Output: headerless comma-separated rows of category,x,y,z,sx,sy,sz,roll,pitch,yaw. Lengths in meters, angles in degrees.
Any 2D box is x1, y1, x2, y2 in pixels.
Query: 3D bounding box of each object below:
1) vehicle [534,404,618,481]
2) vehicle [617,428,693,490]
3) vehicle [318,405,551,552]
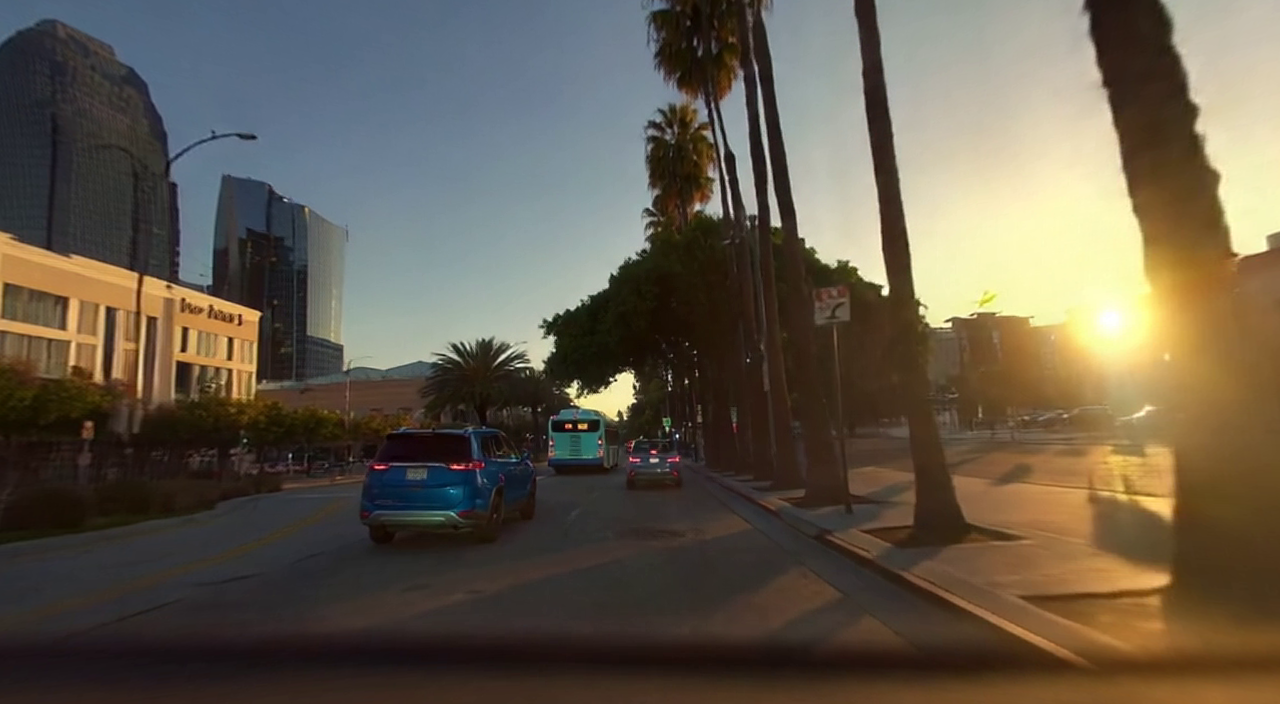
vehicle,-2.685,4.206,29.261,2.775,3.064,8.297,0,-8,2
vehicle,0.424,3.273,19.576,2.120,1.727,3.917,0,-8,0
vehicle,-2.885,1.909,10.181,2.124,1.799,4.587,0,-8,1
